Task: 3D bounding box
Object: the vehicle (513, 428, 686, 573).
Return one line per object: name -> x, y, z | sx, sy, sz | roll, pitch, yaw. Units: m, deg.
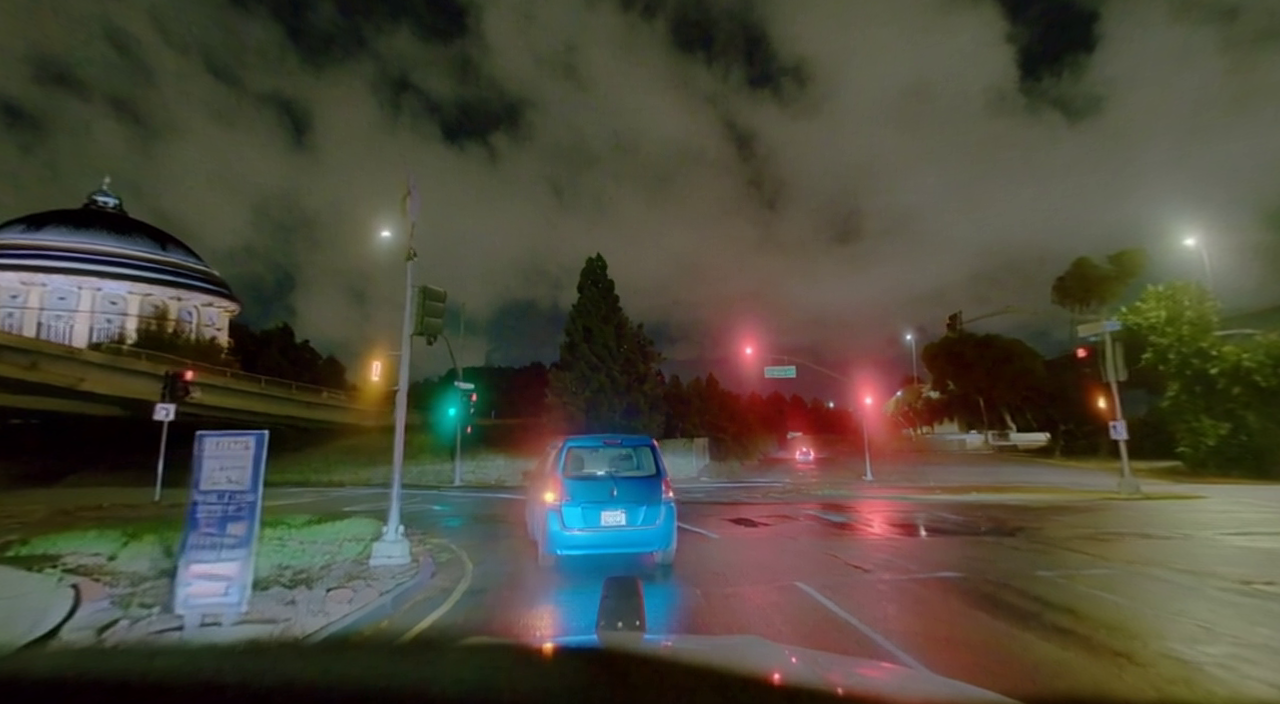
vehicle -> -0.785, 1.969, 9.074 | 1.976, 1.584, 3.772 | 2, -9, -11
